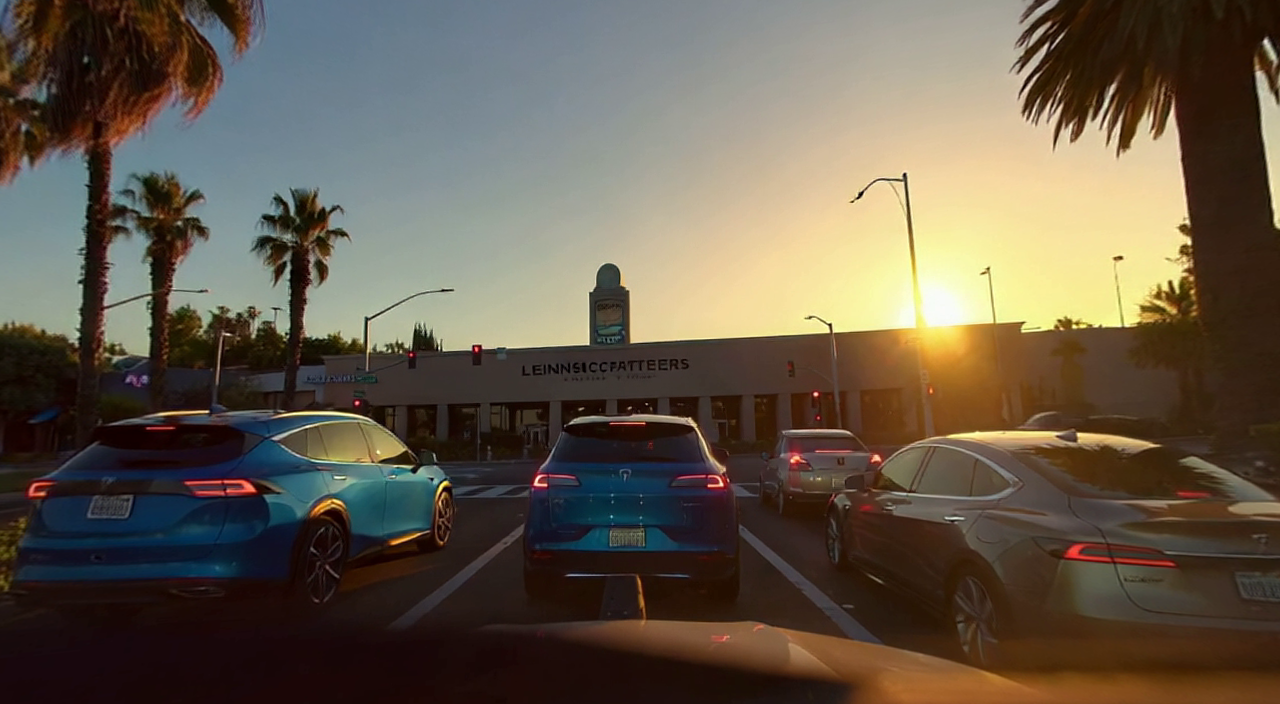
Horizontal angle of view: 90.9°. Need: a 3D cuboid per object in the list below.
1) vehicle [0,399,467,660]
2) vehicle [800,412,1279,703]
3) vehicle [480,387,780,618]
[{"bbox_3d":[-3.351,1.385,6.052,2.014,1.534,4.455,0,-8,1],"label":"vehicle"},{"bbox_3d":[2.971,1.373,5.250,2.017,1.491,4.611,0,-8,-1],"label":"vehicle"},{"bbox_3d":[-0.138,1.466,7.068,2.280,1.747,4.361,0,-8,-2],"label":"vehicle"}]
